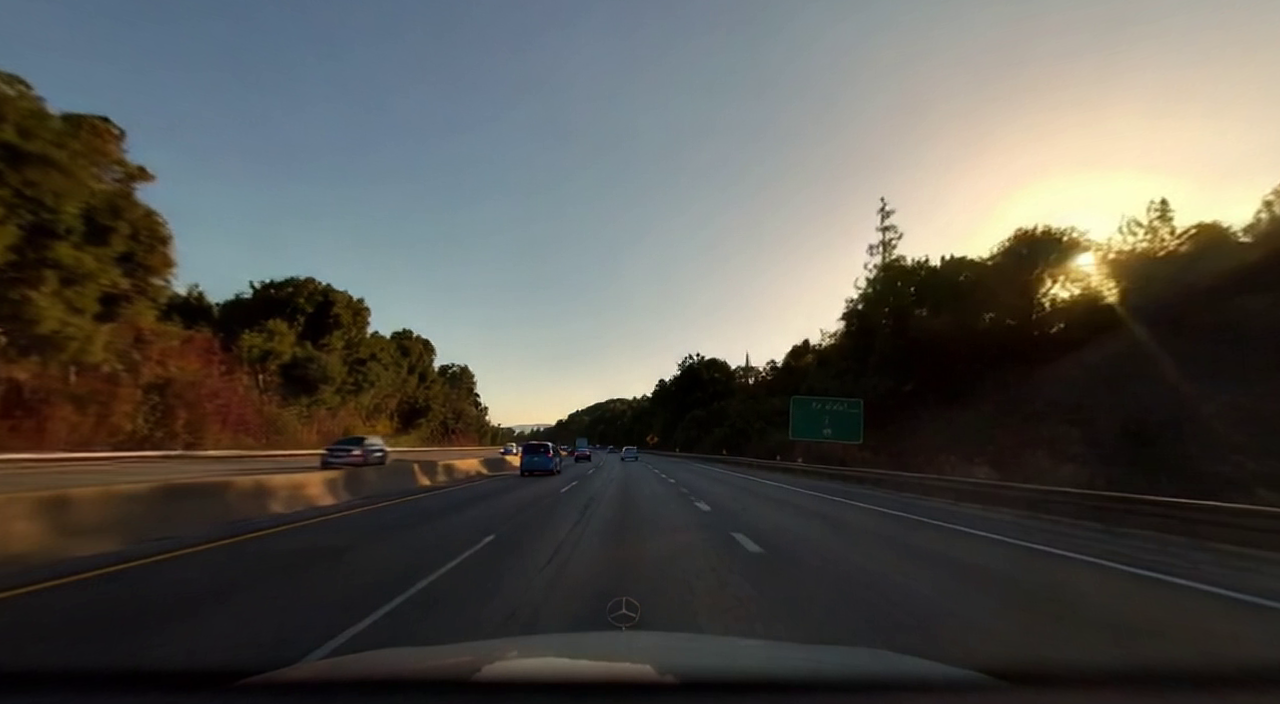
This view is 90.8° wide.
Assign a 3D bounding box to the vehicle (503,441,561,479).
[{"bbox_3d":[-5.115,5.169,30.452,2.088,1.675,4.108,0,-9,0],"label":"vehicle"}]

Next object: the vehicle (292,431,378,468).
[{"bbox_3d":[-13.539,4.365,28.299,1.932,1.527,3.899,0,-9,0],"label":"vehicle"}]
